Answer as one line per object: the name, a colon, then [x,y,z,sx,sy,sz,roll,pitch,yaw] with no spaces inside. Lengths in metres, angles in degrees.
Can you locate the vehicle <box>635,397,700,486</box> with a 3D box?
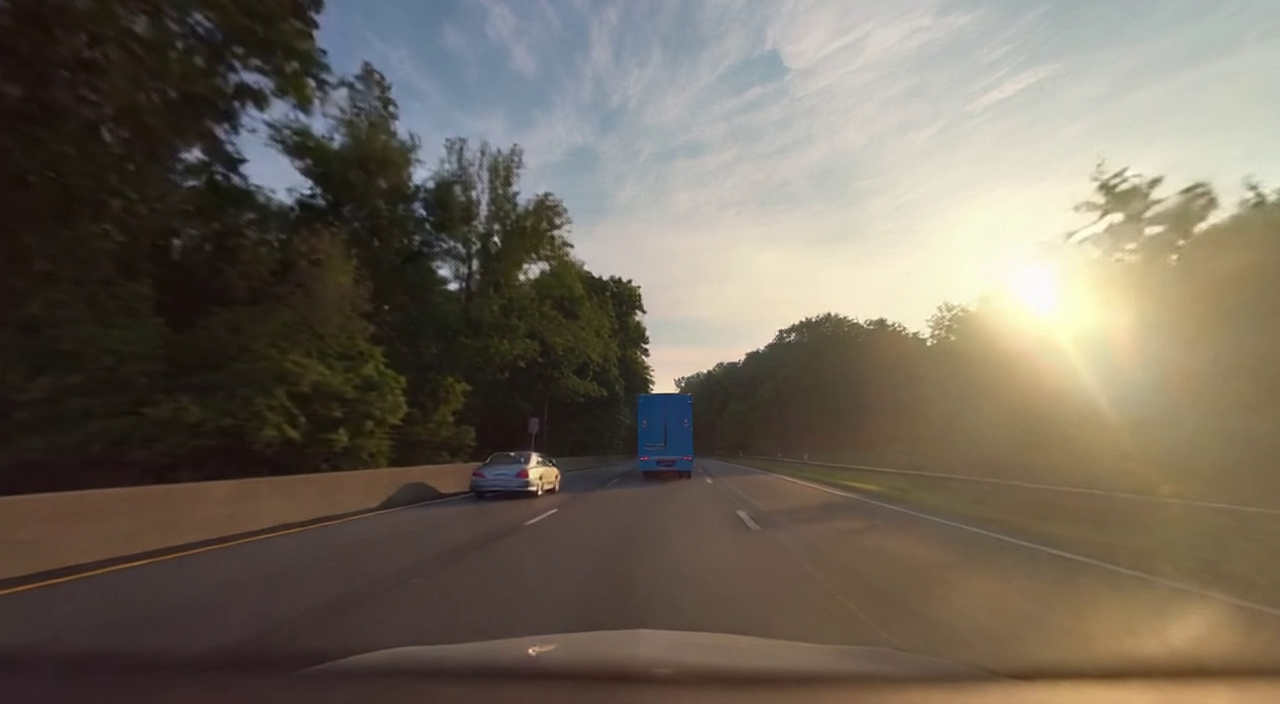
vehicle: [1.556,4.619,32.251,2.821,3.878,8.925,-1,-9,5]

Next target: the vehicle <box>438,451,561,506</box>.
vehicle: [-3.854,3.565,18.358,2.133,1.358,4.870,-1,-9,5]
